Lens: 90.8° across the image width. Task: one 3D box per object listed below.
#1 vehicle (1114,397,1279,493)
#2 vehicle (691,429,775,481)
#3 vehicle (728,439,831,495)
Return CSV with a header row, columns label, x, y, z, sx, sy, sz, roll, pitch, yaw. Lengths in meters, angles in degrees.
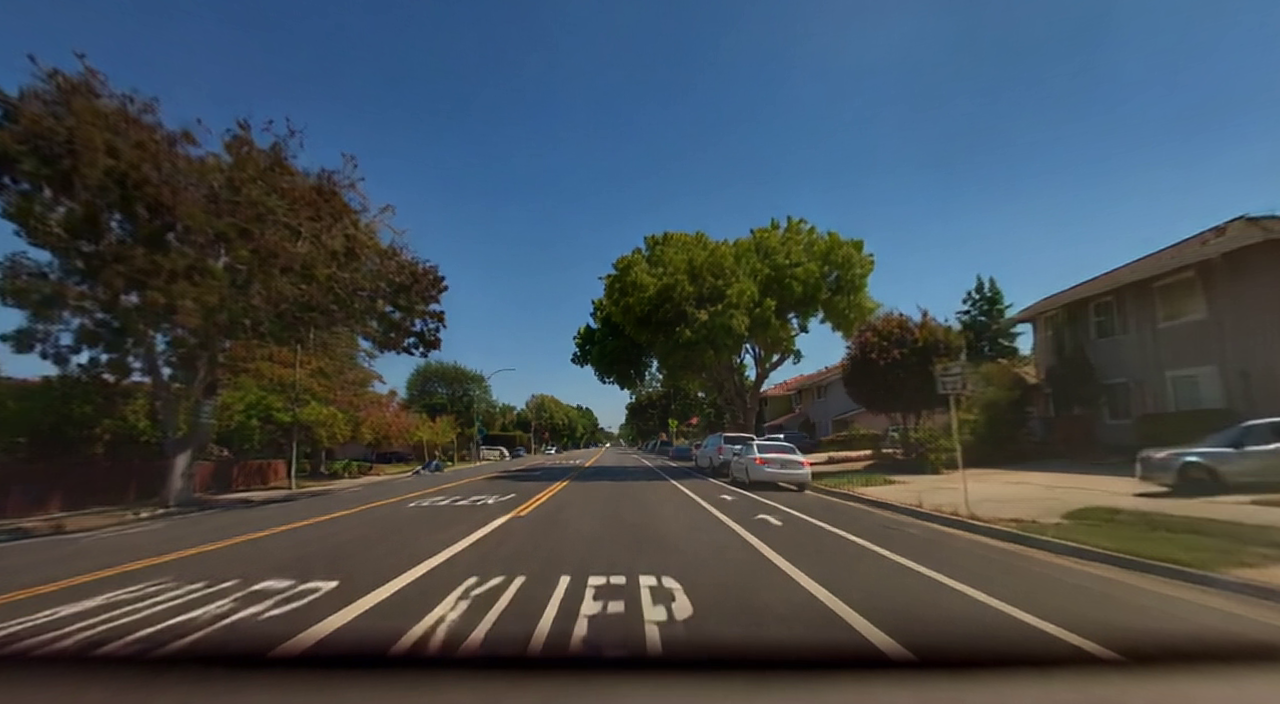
label,x,y,z,sx,sy,sz,roll,pitch,yaw
vehicle,11.505,1.685,11.463,4.492,1.619,1.849,-7,-11,37
vehicle,3.590,4.153,25.758,2.293,1.858,5.868,0,-8,-2
vehicle,4.045,3.403,19.097,1.919,1.474,4.370,0,-8,-3
